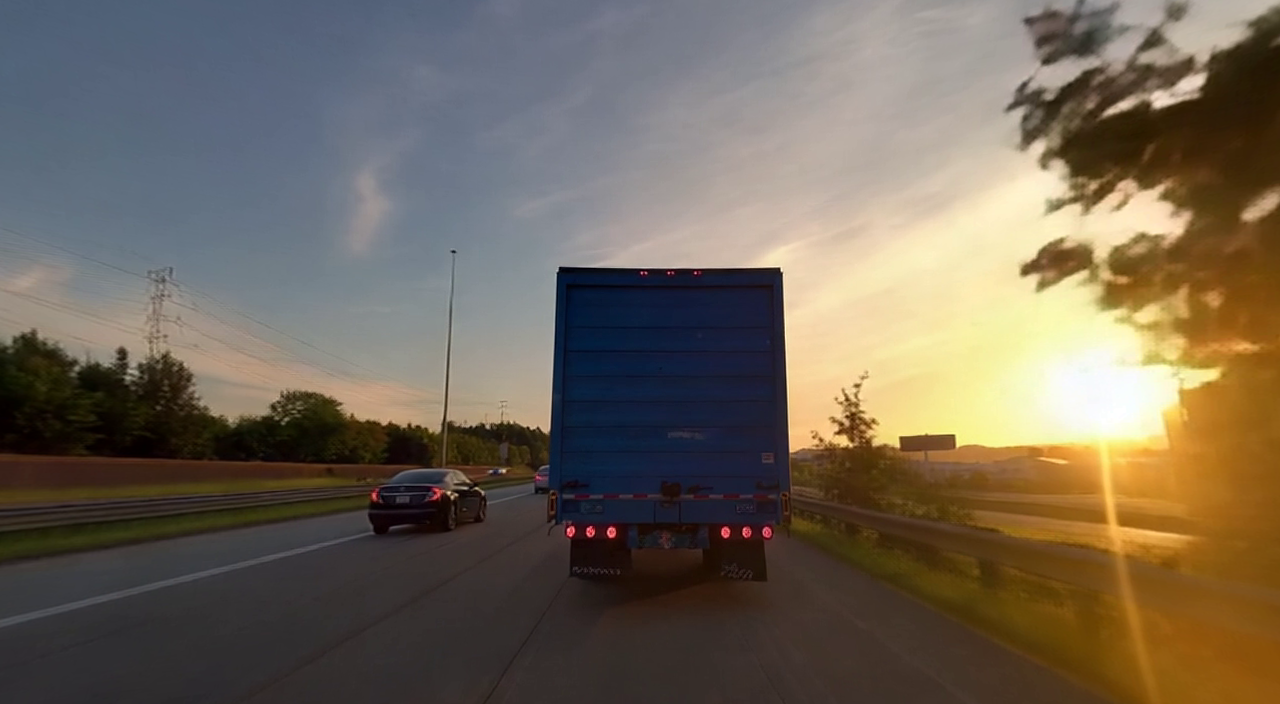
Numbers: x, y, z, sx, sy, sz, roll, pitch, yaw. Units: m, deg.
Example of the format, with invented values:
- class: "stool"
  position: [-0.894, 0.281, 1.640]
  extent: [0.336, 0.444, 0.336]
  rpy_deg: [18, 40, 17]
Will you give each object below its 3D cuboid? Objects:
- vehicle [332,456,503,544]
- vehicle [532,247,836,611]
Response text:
- class: "vehicle"
  position: [-4.328, 2.967, 13.127]
  extent: [1.891, 1.469, 4.431]
  rpy_deg: [1, -11, 0]
- class: "vehicle"
  position: [0.627, 1.453, 10.476]
  extent: [2.831, 3.529, 8.689]
  rpy_deg: [0, -11, 3]
